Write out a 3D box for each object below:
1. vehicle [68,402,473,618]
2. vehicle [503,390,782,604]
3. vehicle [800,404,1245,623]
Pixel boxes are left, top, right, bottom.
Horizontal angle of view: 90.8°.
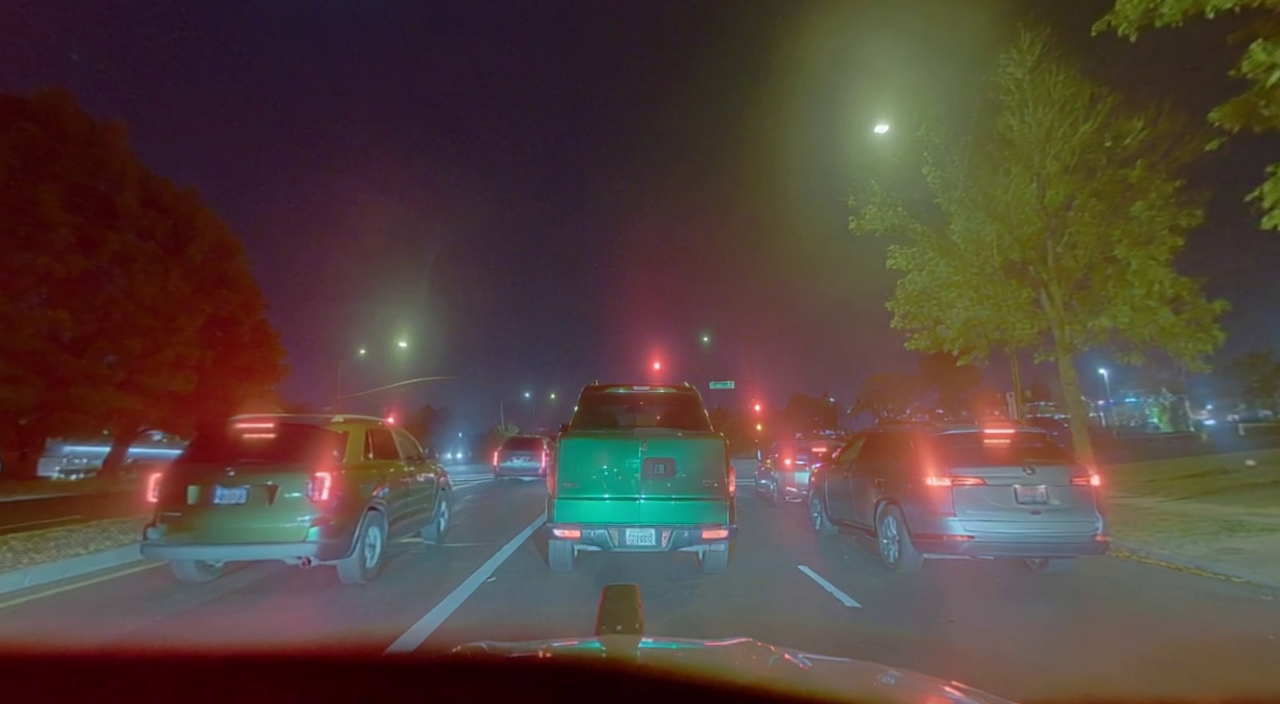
[{"bbox_3d":[-3.371,1.507,6.927,1.961,1.639,4.064,0,-9,0],"label":"vehicle"},{"bbox_3d":[-0.001,1.487,7.240,2.294,1.761,3.857,0,-9,-1],"label":"vehicle"},{"bbox_3d":[3.474,1.553,7.037,2.202,1.657,4.298,0,-9,-1],"label":"vehicle"}]
